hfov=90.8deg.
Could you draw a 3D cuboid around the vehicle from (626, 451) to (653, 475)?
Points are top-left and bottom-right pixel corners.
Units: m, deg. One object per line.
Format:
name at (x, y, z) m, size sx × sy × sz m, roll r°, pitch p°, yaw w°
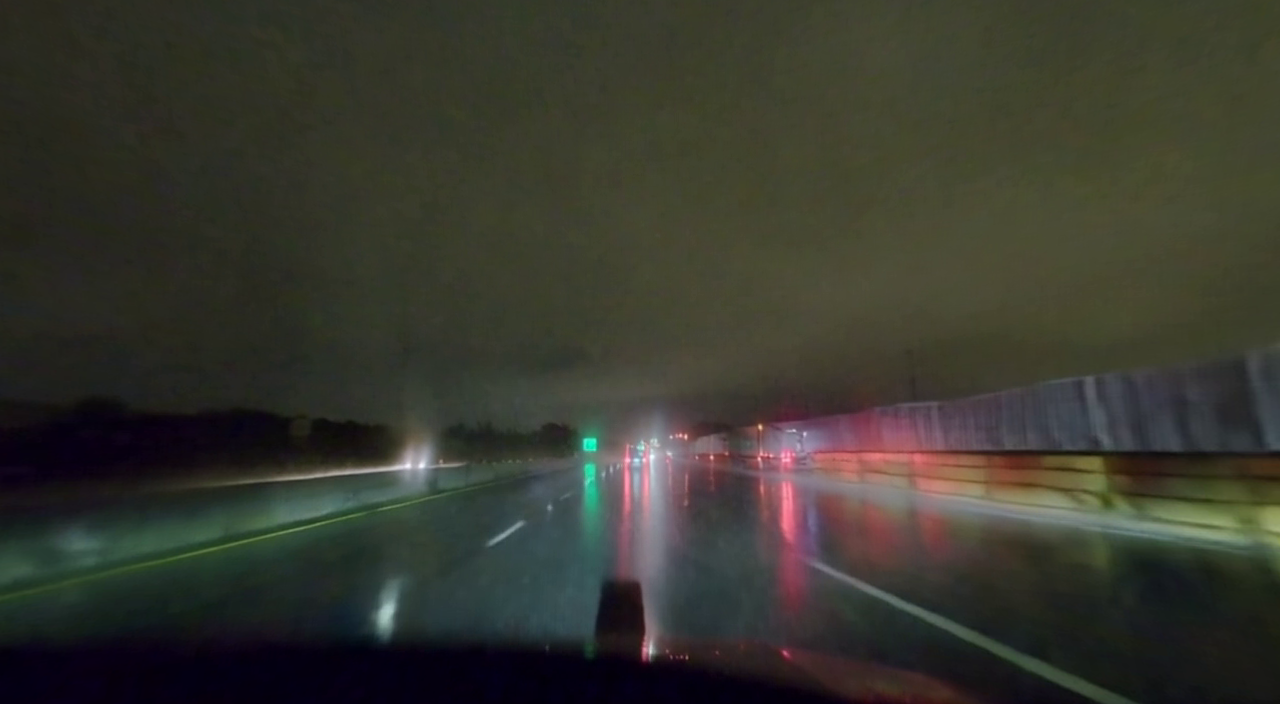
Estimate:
vehicle at (-0.032, 7.180, 40.872) m, size 1.695 × 1.437 × 3.506 m, roll 0°, pitch -9°, yaw 0°
